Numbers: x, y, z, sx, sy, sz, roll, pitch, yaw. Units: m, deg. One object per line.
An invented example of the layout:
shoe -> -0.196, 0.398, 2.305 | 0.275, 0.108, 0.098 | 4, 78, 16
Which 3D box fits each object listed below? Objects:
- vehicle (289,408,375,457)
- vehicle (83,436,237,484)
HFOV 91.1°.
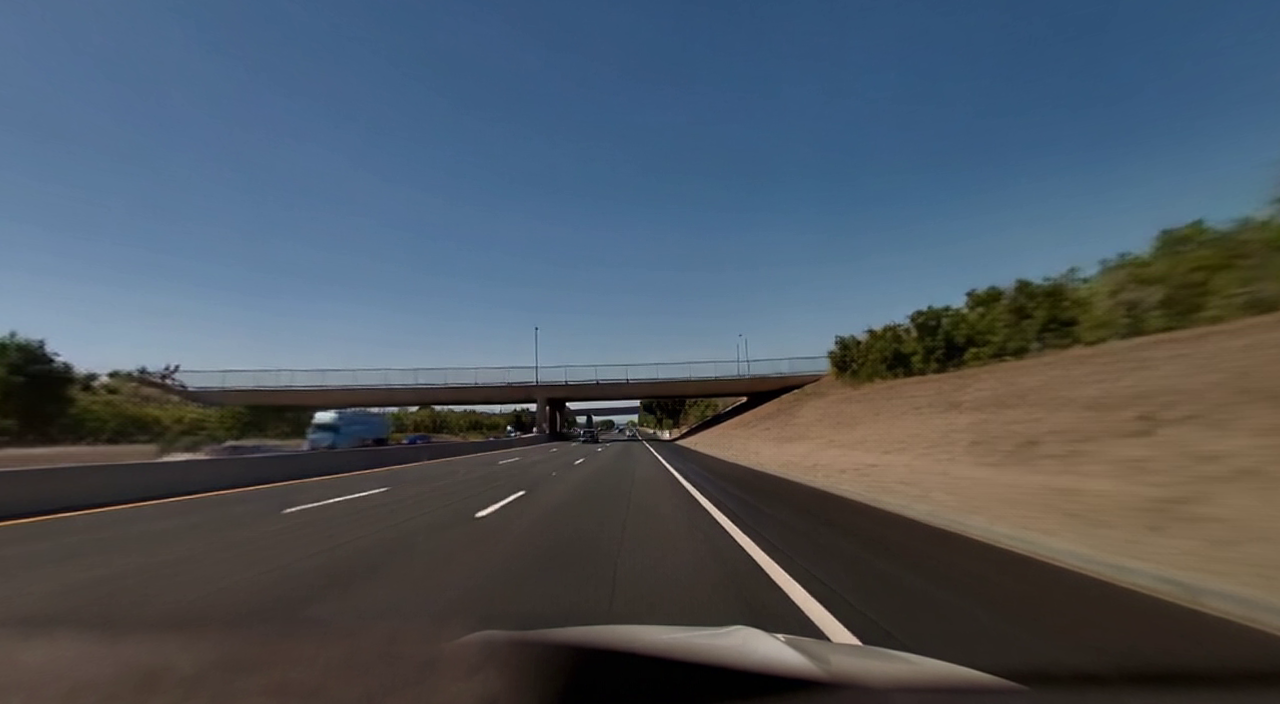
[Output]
vehicle -> -24.186, 6.435, 49.926 | 2.838, 3.540, 7.976 | 0, -8, -1
vehicle -> -16.370, 3.665, 21.809 | 1.913, 1.497, 4.419 | 0, -8, -1
